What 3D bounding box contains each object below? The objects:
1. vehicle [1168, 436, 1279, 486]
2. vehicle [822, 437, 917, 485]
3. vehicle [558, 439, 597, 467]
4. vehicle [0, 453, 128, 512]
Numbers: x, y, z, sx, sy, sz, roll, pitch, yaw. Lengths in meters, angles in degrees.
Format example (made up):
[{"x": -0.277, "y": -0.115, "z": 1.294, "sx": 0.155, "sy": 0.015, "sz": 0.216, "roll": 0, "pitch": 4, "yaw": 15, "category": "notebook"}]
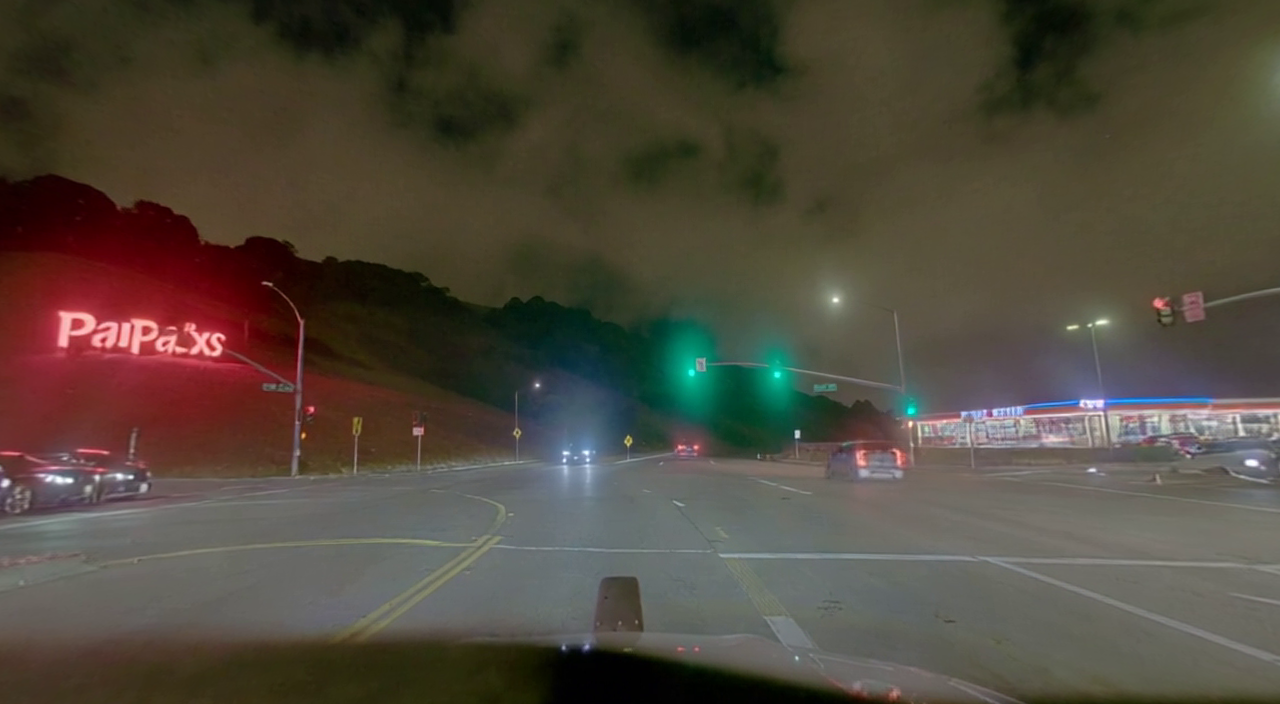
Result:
[{"x": 25.035, "y": 4.467, "z": 26.059, "sx": 4.546, "sy": 1.944, "sz": 2.051, "roll": 1, "pitch": -9, "yaw": -5, "category": "vehicle"}, {"x": 9.659, "y": 4.616, "z": 26.944, "sx": 2.273, "sy": 1.839, "sz": 4.218, "roll": 0, "pitch": -9, "yaw": -3, "category": "vehicle"}, {"x": -4.502, "y": 7.372, "z": 46.003, "sx": 2.238, "sy": 1.883, "sz": 4.503, "roll": 0, "pitch": -9, "yaw": 2, "category": "vehicle"}, {"x": -19.798, "y": 4.190, "z": 20.470, "sx": 4.440, "sy": 1.748, "sz": 2.033, "roll": 0, "pitch": -9, "yaw": 1, "category": "vehicle"}]
